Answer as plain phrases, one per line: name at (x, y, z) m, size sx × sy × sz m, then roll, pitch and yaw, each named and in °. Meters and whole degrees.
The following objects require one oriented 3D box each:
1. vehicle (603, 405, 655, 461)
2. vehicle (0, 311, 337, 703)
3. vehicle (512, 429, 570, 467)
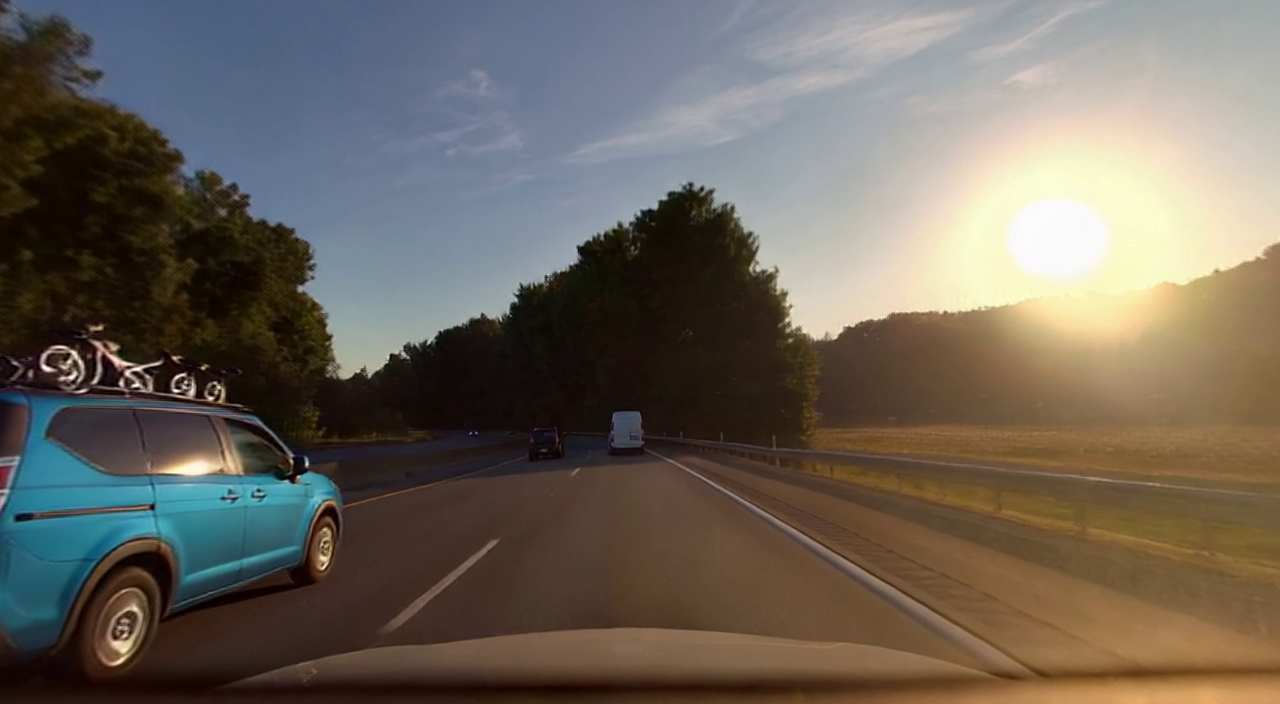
vehicle at (-0.745, 4.624, 35.832) m, size 2.647 × 2.896 × 6.480 m, roll 0°, pitch -8°, yaw -3°
vehicle at (-3.596, 0.783, 2.950) m, size 2.069 × 1.751 × 4.720 m, roll 0°, pitch -8°, yaw -1°
vehicle at (-4.544, 4.460, 29.631) m, size 2.110 × 1.636 × 4.453 m, roll 0°, pitch -8°, yaw -1°
